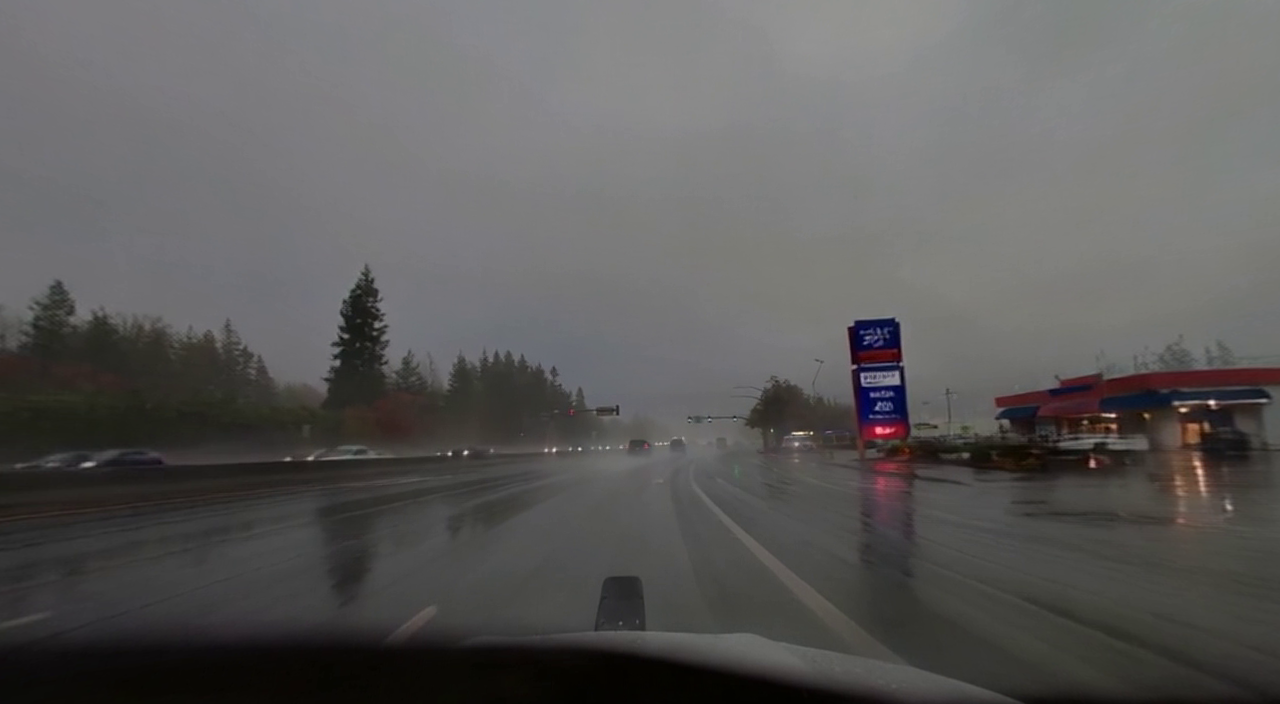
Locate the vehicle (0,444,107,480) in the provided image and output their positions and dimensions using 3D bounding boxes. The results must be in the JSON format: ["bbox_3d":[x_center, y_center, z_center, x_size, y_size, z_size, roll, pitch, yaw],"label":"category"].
[{"bbox_3d":[-27.766,5.072,29.528,1.854,1.526,4.216,0,-9,4],"label":"vehicle"}]

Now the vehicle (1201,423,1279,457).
[{"bbox_3d":[33.751,4.758,34.139,4.628,1.747,1.934,-4,-10,25],"label":"vehicle"}]

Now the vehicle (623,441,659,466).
[{"bbox_3d":[0.122,7.510,47.019,2.139,1.782,4.079,-1,-9,7],"label":"vehicle"}]

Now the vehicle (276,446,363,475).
[{"bbox_3d":[-17.280,5.834,34.351,1.991,1.461,4.623,-1,-9,4],"label":"vehicle"}]

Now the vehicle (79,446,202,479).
[{"bbox_3d":[-23.909,5.260,30.506,1.902,1.462,4.579,-1,-9,5],"label":"vehicle"}]

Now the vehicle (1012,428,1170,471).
[{"bbox_3d":[17.512,3.829,24.814,4.577,1.460,1.937,-5,-9,20],"label":"vehicle"}]
